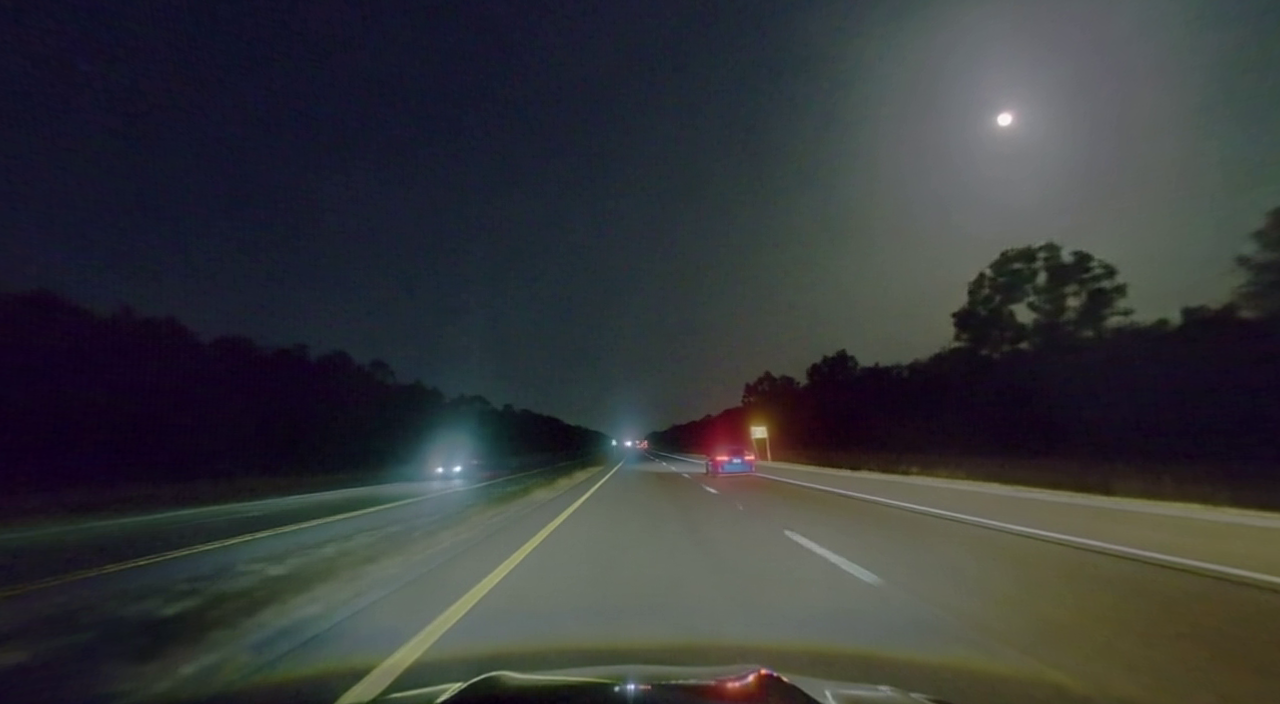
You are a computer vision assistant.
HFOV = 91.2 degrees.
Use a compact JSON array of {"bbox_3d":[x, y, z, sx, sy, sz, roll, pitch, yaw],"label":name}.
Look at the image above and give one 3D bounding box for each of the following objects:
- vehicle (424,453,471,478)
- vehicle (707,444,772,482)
[{"bbox_3d":[-13.933,8.204,45.650,2.002,1.675,4.474,-1,-9,0],"label":"vehicle"},{"bbox_3d":[4.106,4.671,26.634,1.981,1.440,4.125,0,-9,-1],"label":"vehicle"}]
